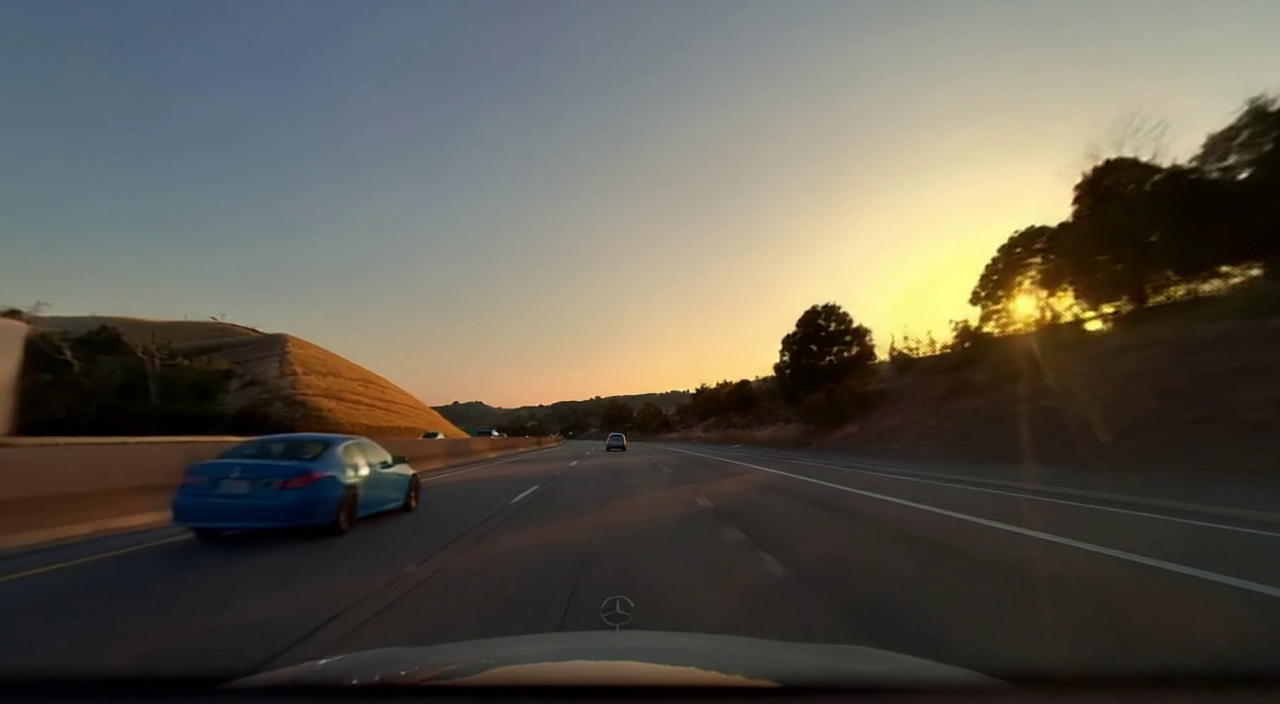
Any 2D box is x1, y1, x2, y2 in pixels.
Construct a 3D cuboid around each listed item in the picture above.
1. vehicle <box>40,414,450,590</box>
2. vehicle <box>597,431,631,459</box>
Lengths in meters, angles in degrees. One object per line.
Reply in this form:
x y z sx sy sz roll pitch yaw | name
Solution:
-4.299 1.681 8.234 2.141 1.534 5.099 0 -8 -1 | vehicle
-1.633 5.710 38.866 1.997 1.589 4.179 0 -8 -3 | vehicle
